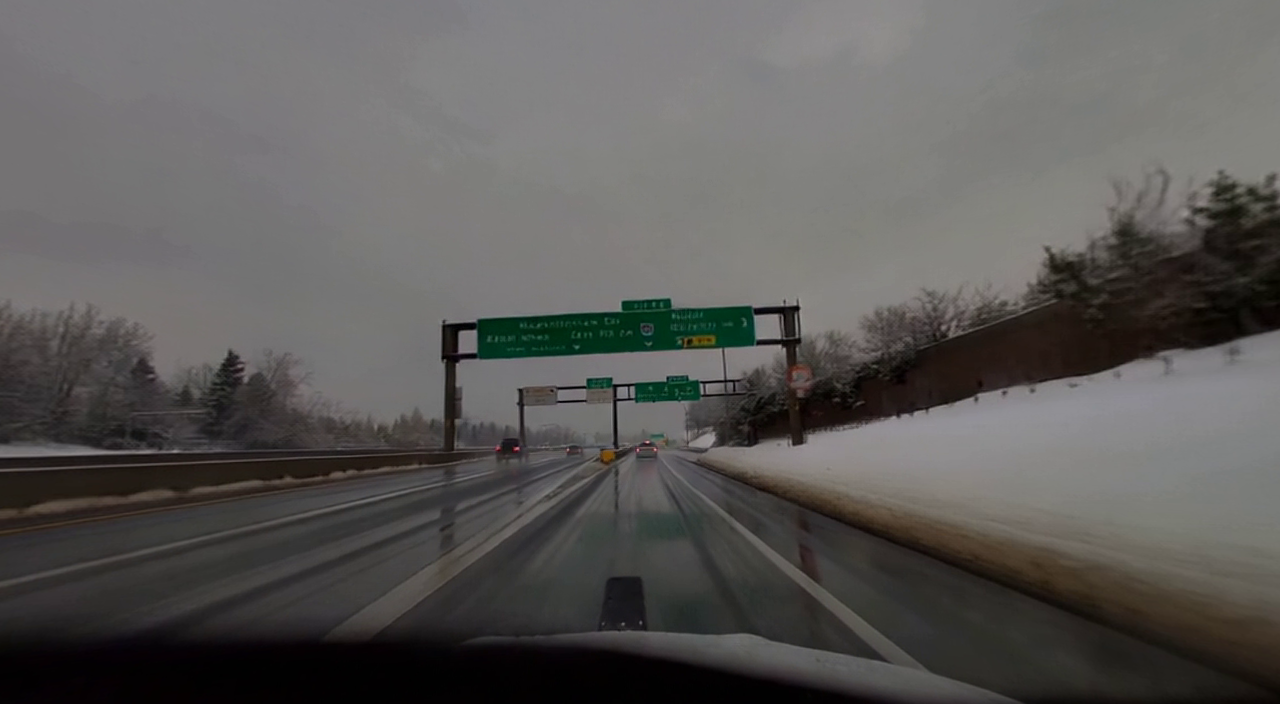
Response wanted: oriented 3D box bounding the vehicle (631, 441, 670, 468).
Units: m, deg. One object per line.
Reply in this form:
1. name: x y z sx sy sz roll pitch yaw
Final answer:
1. vehicle: 0.526 5.918 36.593 2.137 1.461 3.999 0 -8 -1
